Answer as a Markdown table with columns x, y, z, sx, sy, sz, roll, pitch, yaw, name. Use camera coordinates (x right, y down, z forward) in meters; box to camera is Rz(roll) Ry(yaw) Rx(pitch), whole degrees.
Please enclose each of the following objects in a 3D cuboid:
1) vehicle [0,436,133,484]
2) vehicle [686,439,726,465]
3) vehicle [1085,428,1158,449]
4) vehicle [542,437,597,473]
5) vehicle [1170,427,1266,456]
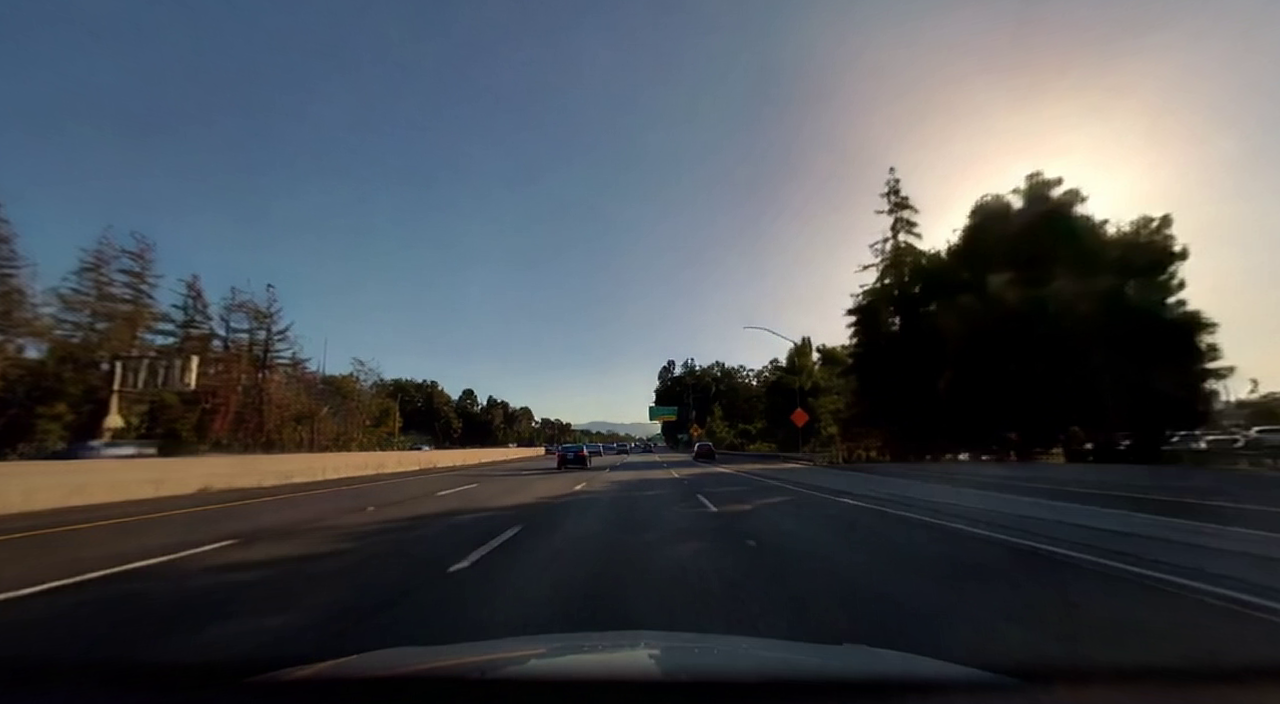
| x | y | z | sx | sy | sz | roll | pitch | yaw | name |
| --- | --- | --- | --- | --- | --- | --- | --- | --- | --- |
| -23.073 | 4.139 | 24.493 | 2.111 | 1.658 | 5.373 | -1 | -8 | 3 | vehicle |
| 4.515 | 6.918 | 43.757 | 2.229 | 1.704 | 4.392 | 0 | -8 | 0 | vehicle |
| 37.130 | 6.695 | 48.694 | 4.052 | 1.601 | 1.838 | 0 | -9 | 0 | vehicle |
| -3.547 | 5.272 | 32.526 | 2.196 | 1.733 | 4.355 | 0 | -8 | 2 | vehicle |
| 37.073 | 5.760 | 40.527 | 4.276 | 1.563 | 1.792 | -3 | -9 | 1 | vehicle |
